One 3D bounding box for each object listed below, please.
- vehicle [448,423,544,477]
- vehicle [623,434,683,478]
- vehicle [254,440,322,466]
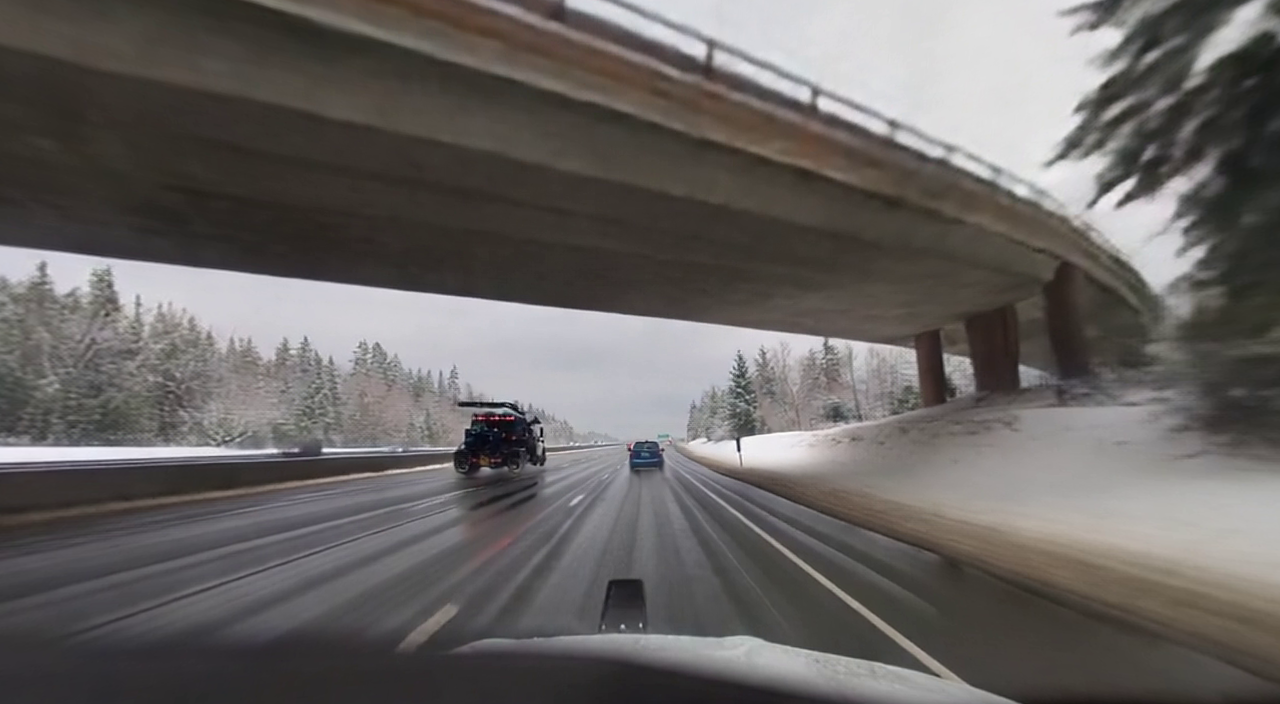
[{"bbox_3d":[-6.540,4.599,29.873,2.827,2.236,7.057,0,-8,1],"label":"vehicle"},{"bbox_3d":[0.517,4.406,27.045,2.336,1.722,4.212,0,-8,0],"label":"vehicle"},{"bbox_3d":[-24.245,6.965,43.647,2.098,1.623,4.448,-1,-8,1],"label":"vehicle"}]
